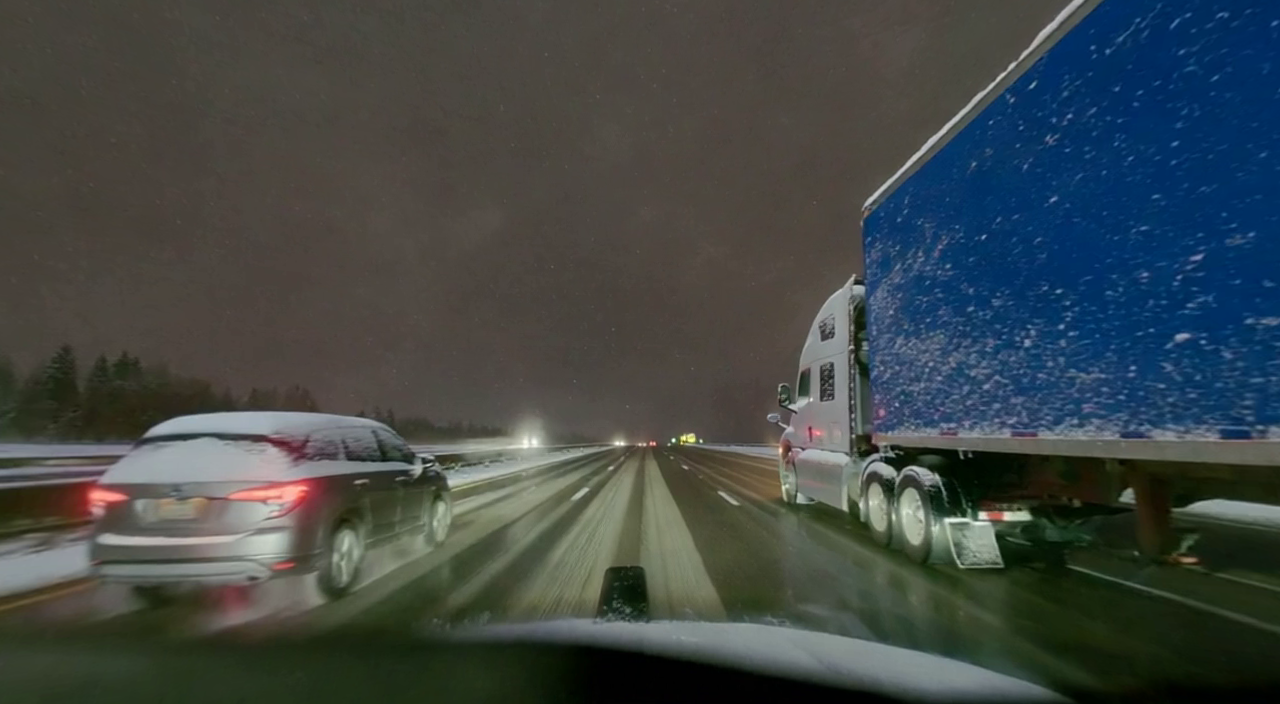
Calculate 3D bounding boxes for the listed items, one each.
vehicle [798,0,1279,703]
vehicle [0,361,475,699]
[{"bbox_3d":[3.922,-0.289,2.825,2.989,4.067,13.991,0,-8,1],"label":"vehicle"},{"bbox_3d":[-3.222,1.226,5.606,2.189,1.707,4.692,0,-8,1],"label":"vehicle"}]
